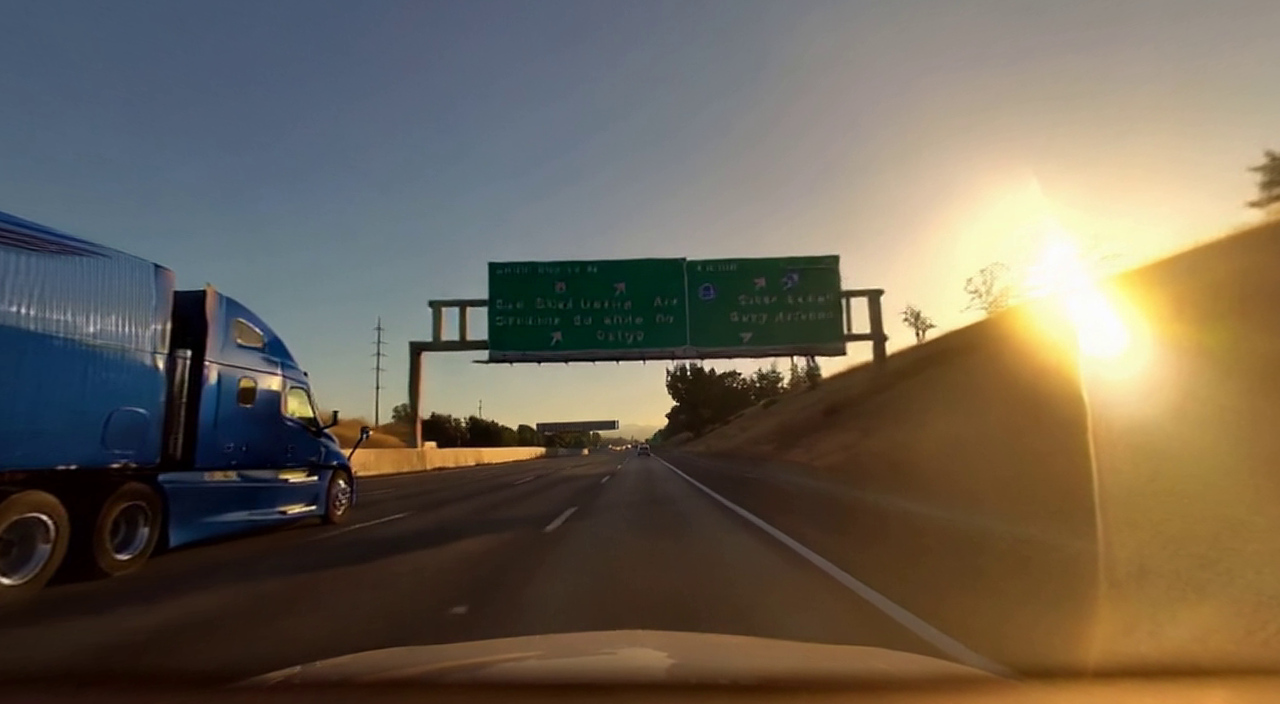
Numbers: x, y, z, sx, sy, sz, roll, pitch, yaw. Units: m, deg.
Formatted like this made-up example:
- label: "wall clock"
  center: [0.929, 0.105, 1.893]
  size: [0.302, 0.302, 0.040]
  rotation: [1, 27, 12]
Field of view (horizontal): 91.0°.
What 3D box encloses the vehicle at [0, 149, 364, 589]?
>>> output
- label: "vehicle"
  center: [-7.231, 0.537, 8.280]
  size: [2.996, 3.947, 8.600]
  rotation: [0, -9, 2]
